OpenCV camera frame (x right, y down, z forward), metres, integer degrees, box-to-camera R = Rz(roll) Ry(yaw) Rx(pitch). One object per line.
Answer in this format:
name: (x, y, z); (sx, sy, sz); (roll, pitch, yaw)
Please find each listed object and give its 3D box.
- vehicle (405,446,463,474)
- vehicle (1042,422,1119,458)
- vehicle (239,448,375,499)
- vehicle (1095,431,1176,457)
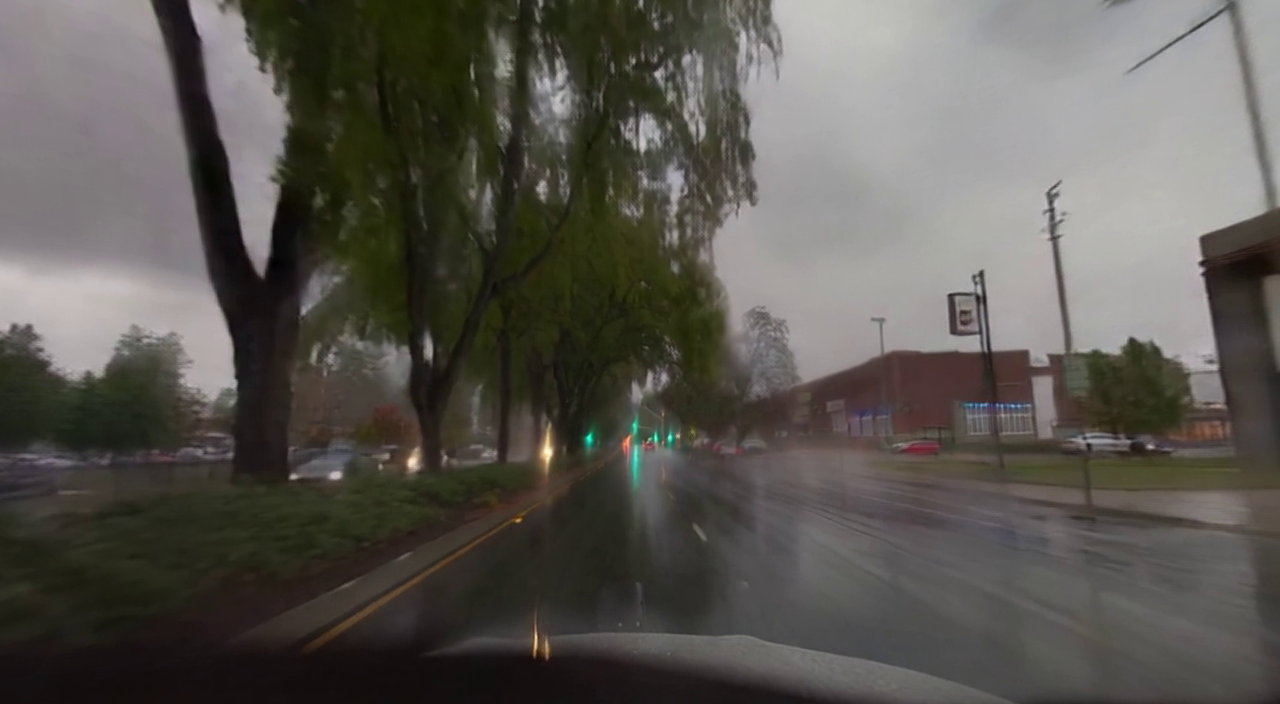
vehicle: (-13.103, 6.873, 40.521); (1.990, 1.686, 4.611); (-1, -8, 2)
vehicle: (32.194, 6.415, 46.280); (3.804, 2.526, 2.489); (1, -8, -11)
vehicle: (-11.074, 4.033, 21.464); (2.031, 1.481, 4.577); (-1, -8, 2)
vehicle: (36.943, 6.844, 47.116); (4.752, 1.730, 1.932); (-1, -8, -11)
